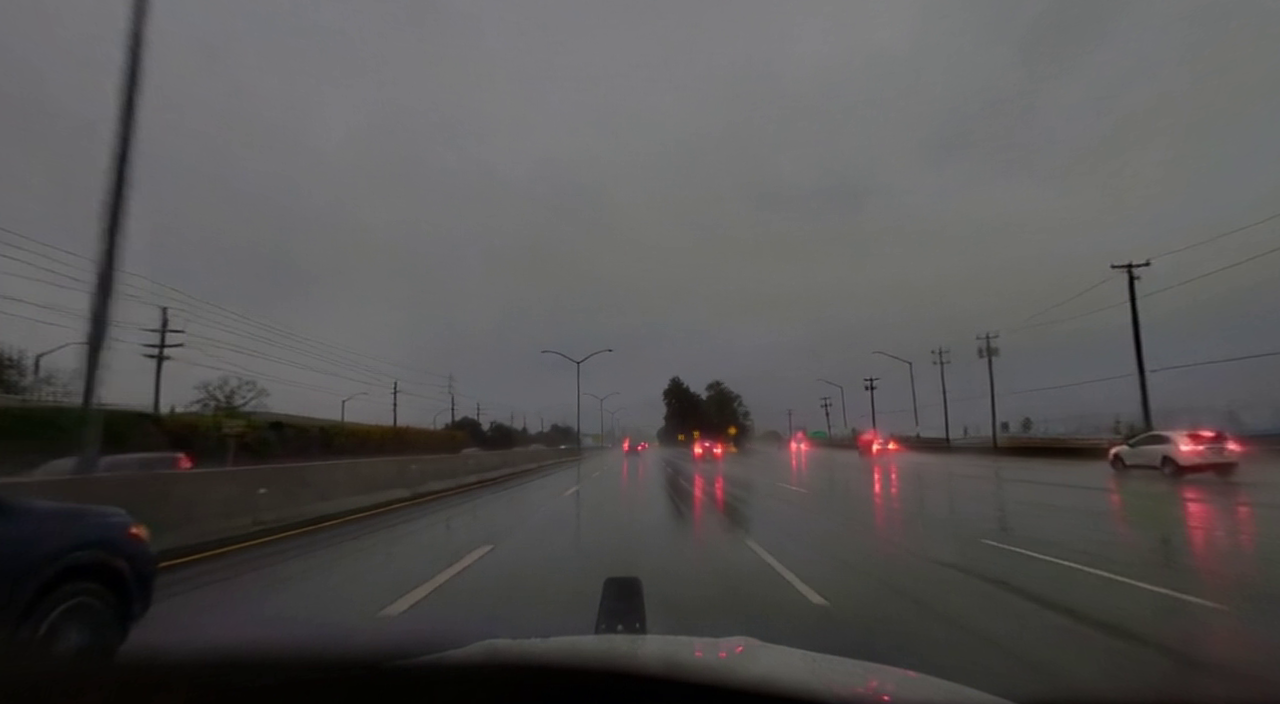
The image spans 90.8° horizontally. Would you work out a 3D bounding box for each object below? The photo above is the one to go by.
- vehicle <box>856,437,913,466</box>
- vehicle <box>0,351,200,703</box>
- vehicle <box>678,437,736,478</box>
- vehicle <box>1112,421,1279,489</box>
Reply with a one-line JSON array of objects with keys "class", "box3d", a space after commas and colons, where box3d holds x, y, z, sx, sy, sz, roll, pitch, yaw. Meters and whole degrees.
[{"class": "vehicle", "box3d": [16.217, 6.626, 42.145, 2.070, 1.782, 5.006, -1, -9, 4]}, {"class": "vehicle", "box3d": [-3.586, 0.661, 1.262, 2.099, 1.682, 4.590, 0, -9, 0]}, {"class": "vehicle", "box3d": [2.848, 4.607, 27.849, 1.997, 1.638, 4.281, 0, -9, -1]}, {"class": "vehicle", "box3d": [18.701, 3.358, 20.793, 2.190, 1.911, 5.658, -1, -9, 3]}]
